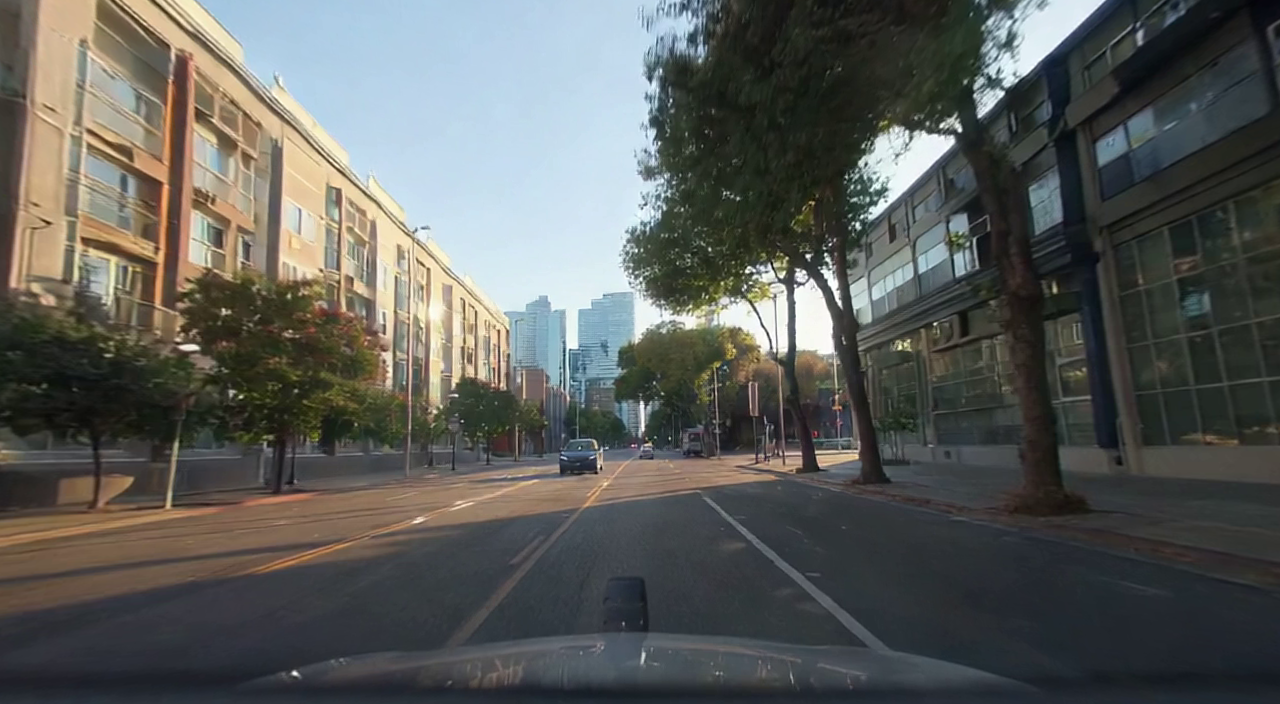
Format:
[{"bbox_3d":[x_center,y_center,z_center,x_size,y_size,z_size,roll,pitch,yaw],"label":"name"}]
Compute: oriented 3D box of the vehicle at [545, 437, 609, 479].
[{"bbox_3d":[-2.756,4.797,28.652,2.332,1.732,4.463,0,-8,1],"label":"vehicle"}]
